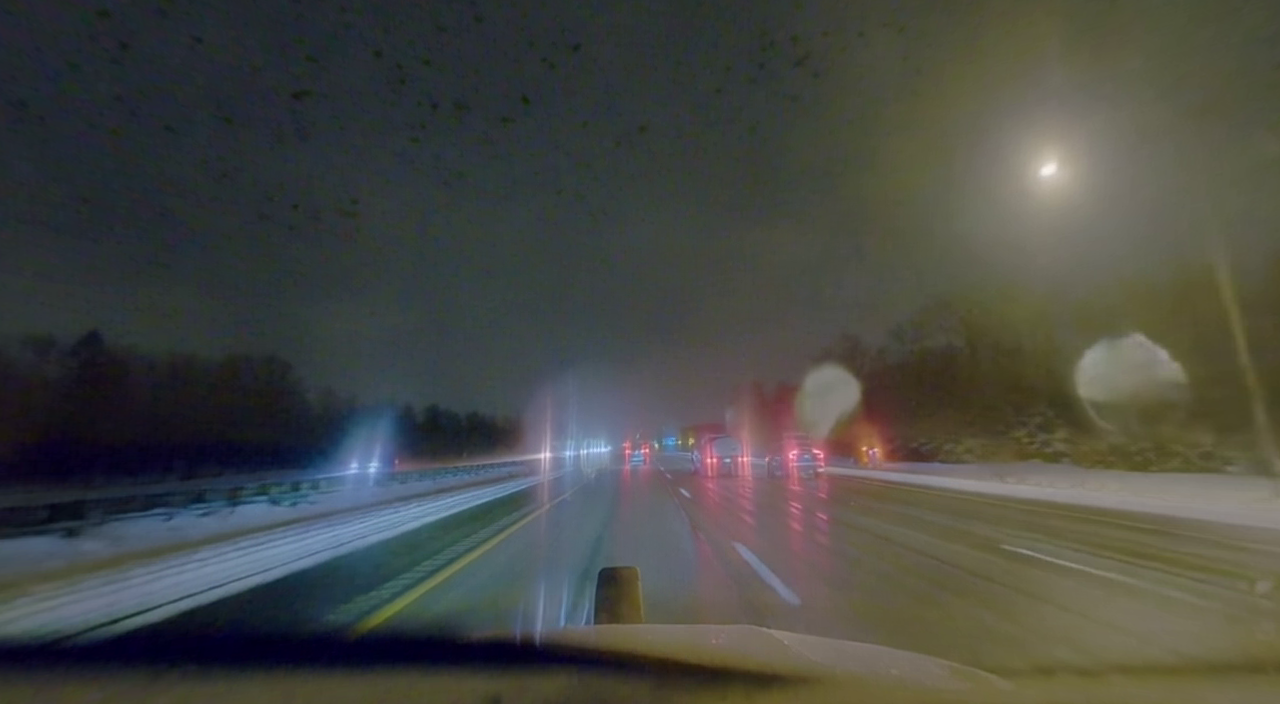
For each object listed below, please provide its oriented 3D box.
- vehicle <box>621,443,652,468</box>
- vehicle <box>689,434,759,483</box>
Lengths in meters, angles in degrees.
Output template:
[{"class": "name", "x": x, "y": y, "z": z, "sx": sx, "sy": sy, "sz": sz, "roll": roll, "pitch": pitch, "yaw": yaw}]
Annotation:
[{"class": "vehicle", "x": -0.227, "y": 7.390, "z": 44.943, "sx": 2.142, "sy": 1.664, "sz": 4.076, "roll": 0, "pitch": -9, "yaw": 0}, {"class": "vehicle", "x": 3.391, "y": 4.428, "z": 26.469, "sx": 2.269, "sy": 1.839, "sz": 4.554, "roll": 0, "pitch": -9, "yaw": -1}]
